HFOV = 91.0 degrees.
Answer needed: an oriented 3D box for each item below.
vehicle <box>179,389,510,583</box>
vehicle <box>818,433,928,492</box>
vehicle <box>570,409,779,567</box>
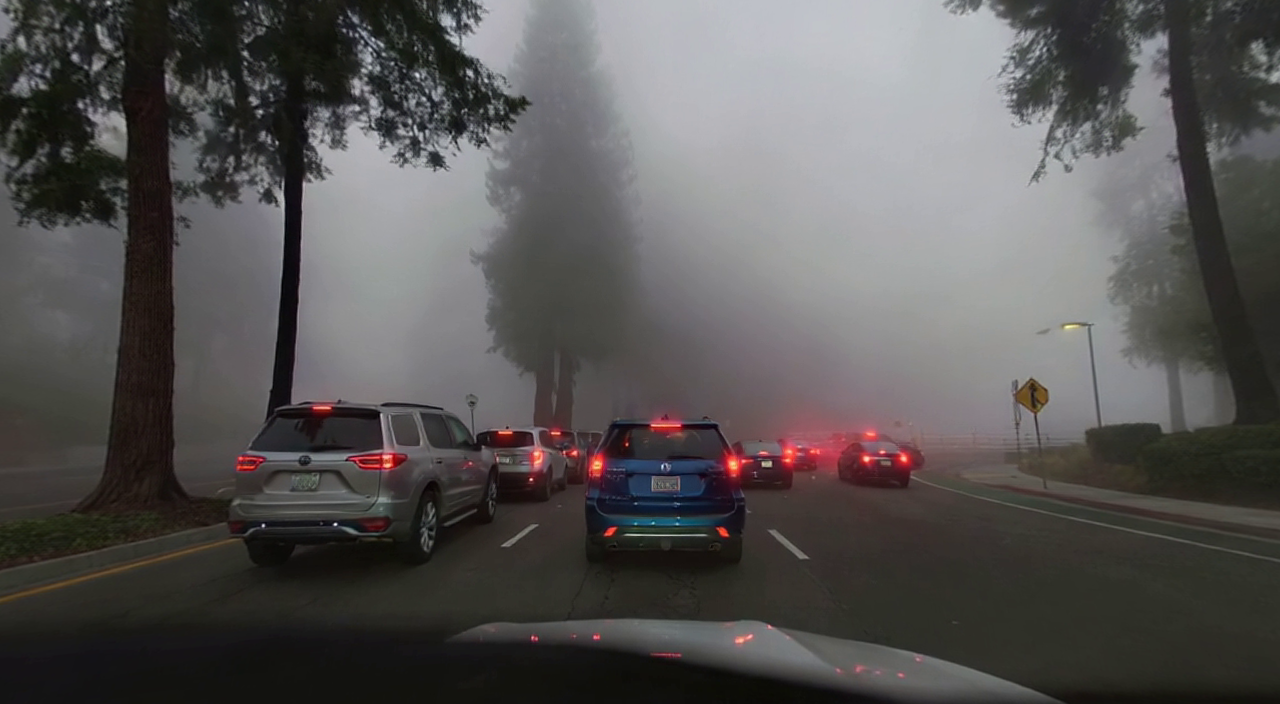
[{"bbox_3d":[-3.243,1.577,8.174,2.085,1.812,4.388,0,-8,1],"label":"vehicle"},{"bbox_3d":[7.077,3.386,19.627,2.067,1.599,4.251,-1,-8,4],"label":"vehicle"},{"bbox_3d":[0.386,1.744,8.774,2.189,1.649,4.171,0,-8,1],"label":"vehicle"}]
